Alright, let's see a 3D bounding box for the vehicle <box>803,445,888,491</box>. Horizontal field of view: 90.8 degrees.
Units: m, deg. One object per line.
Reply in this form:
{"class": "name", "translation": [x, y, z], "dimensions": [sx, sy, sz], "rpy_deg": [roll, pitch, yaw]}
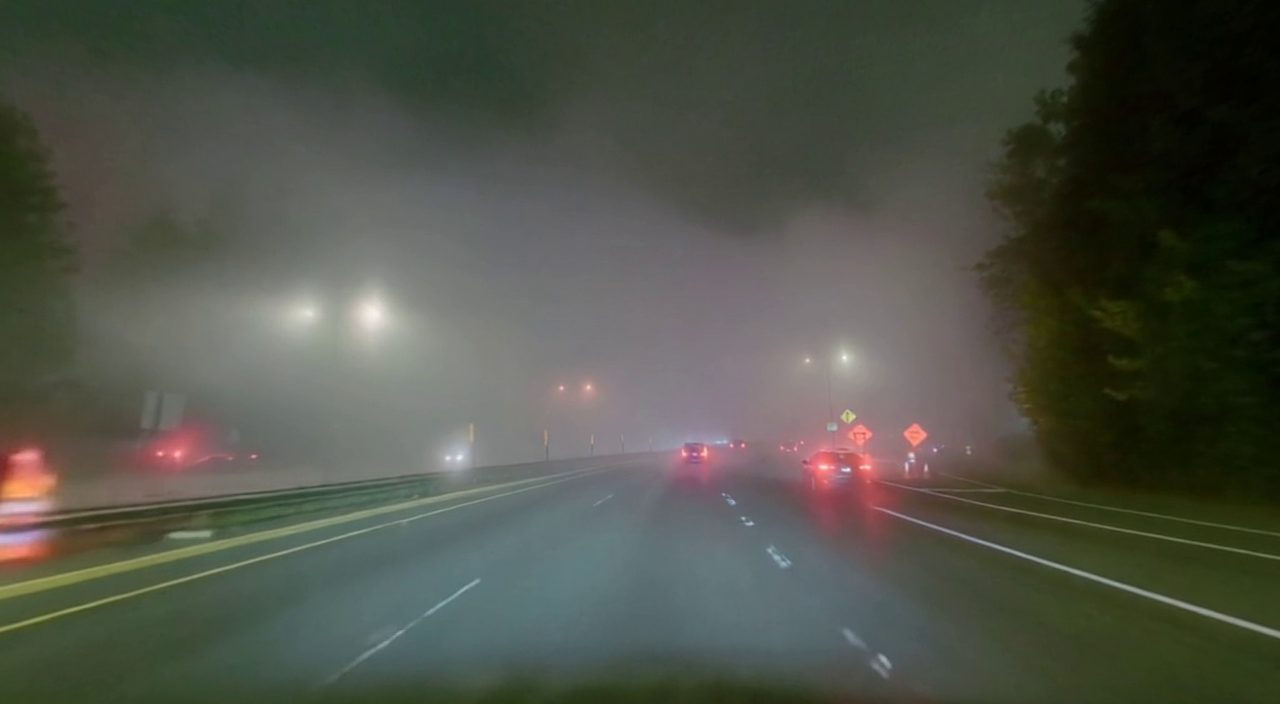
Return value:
{"class": "vehicle", "translation": [7.370, 4.176, 23.124], "dimensions": [2.044, 1.474, 4.083], "rpy_deg": [0, -8, 5]}

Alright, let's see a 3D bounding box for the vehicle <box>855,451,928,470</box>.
{"class": "vehicle", "translation": [15.286, 6.618, 38.748], "dimensions": [3.503, 1.020, 4.269], "rpy_deg": [-2, -9, 13]}

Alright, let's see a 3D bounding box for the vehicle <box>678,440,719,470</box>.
{"class": "vehicle", "translation": [3.712, 6.357, 39.230], "dimensions": [2.201, 1.676, 4.541], "rpy_deg": [-1, -8, 10]}
